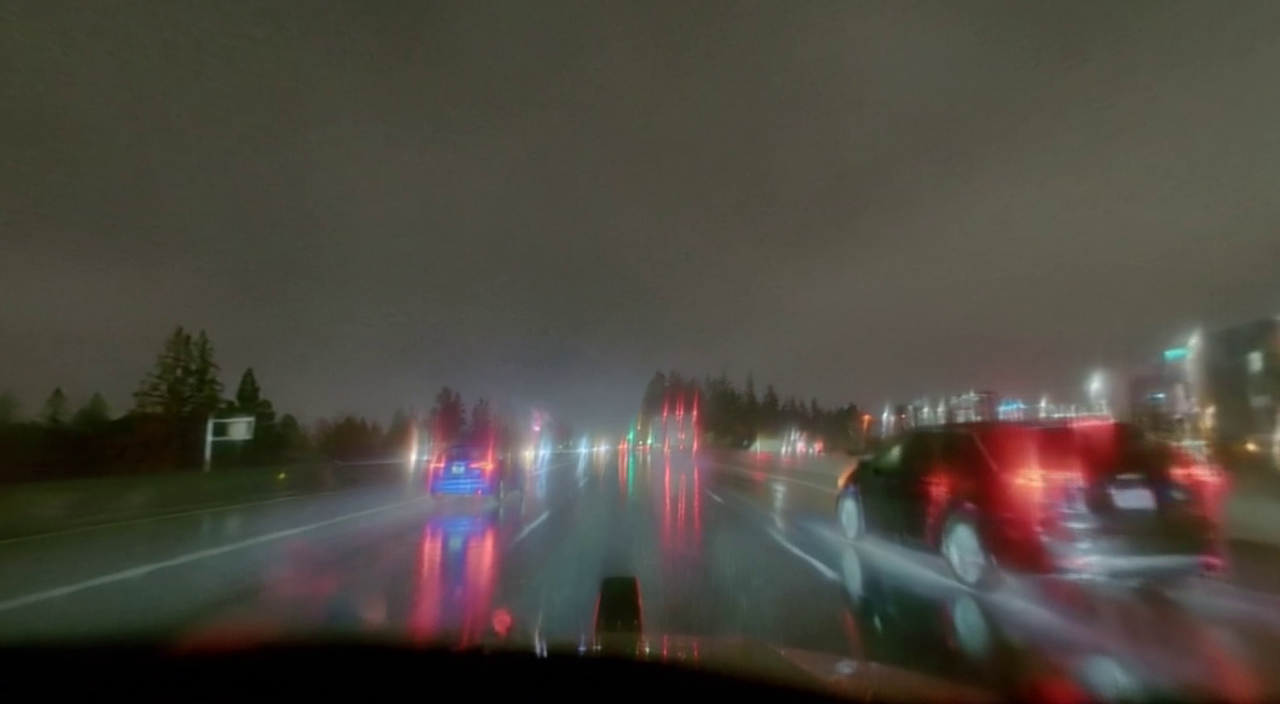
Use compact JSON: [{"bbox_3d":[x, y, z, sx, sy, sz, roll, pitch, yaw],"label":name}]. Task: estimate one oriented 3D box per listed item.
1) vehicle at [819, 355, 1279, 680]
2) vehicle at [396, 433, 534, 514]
[{"bbox_3d":[3.359,1.218,5.758,2.065,1.760,4.488,0,-8,-1],"label":"vehicle"},{"bbox_3d":[-3.911,2.796,15.087,1.903,1.607,4.770,0,-8,0],"label":"vehicle"}]
